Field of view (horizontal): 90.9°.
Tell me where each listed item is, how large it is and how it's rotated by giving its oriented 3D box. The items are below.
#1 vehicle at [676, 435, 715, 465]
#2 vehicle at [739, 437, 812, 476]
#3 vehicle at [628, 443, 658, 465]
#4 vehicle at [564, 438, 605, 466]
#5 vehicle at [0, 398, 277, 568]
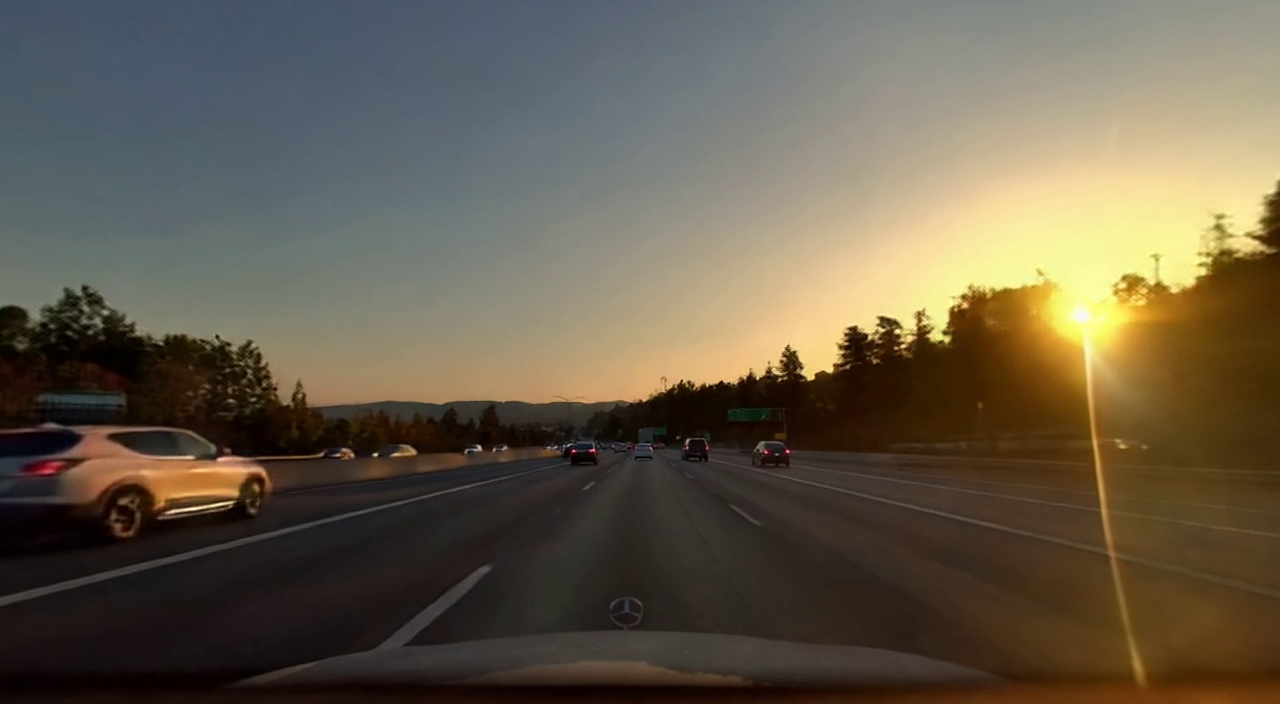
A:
[{"bbox_3d":[3.935,7.038,45.538,2.348,1.991,5.460,0,-8,0],"label":"vehicle"},{"bbox_3d":[6.165,4.793,29.272,2.196,1.659,4.451,0,-8,-3],"label":"vehicle"},{"bbox_3d":[0.251,7.390,45.839,2.050,1.452,3.917,0,-8,1],"label":"vehicle"},{"bbox_3d":[-3.544,6.515,41.250,2.118,1.750,4.875,0,-8,1],"label":"vehicle"},{"bbox_3d":[-7.841,1.722,8.942,2.199,1.781,5.271,0,-8,1],"label":"vehicle"}]
